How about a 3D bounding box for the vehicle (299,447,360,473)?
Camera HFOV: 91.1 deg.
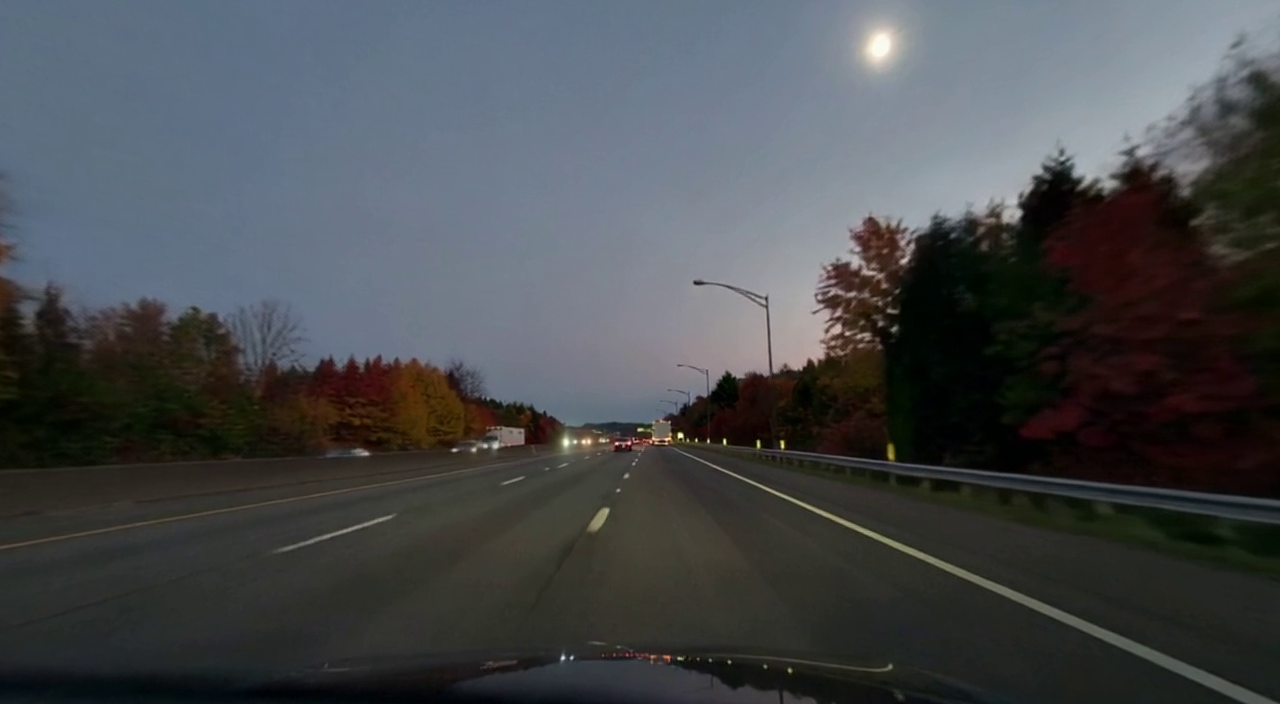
[{"bbox_3d":[-19.199,6.644,38.948,1.774,1.458,3.786,-1,-8,1],"label":"vehicle"}]
